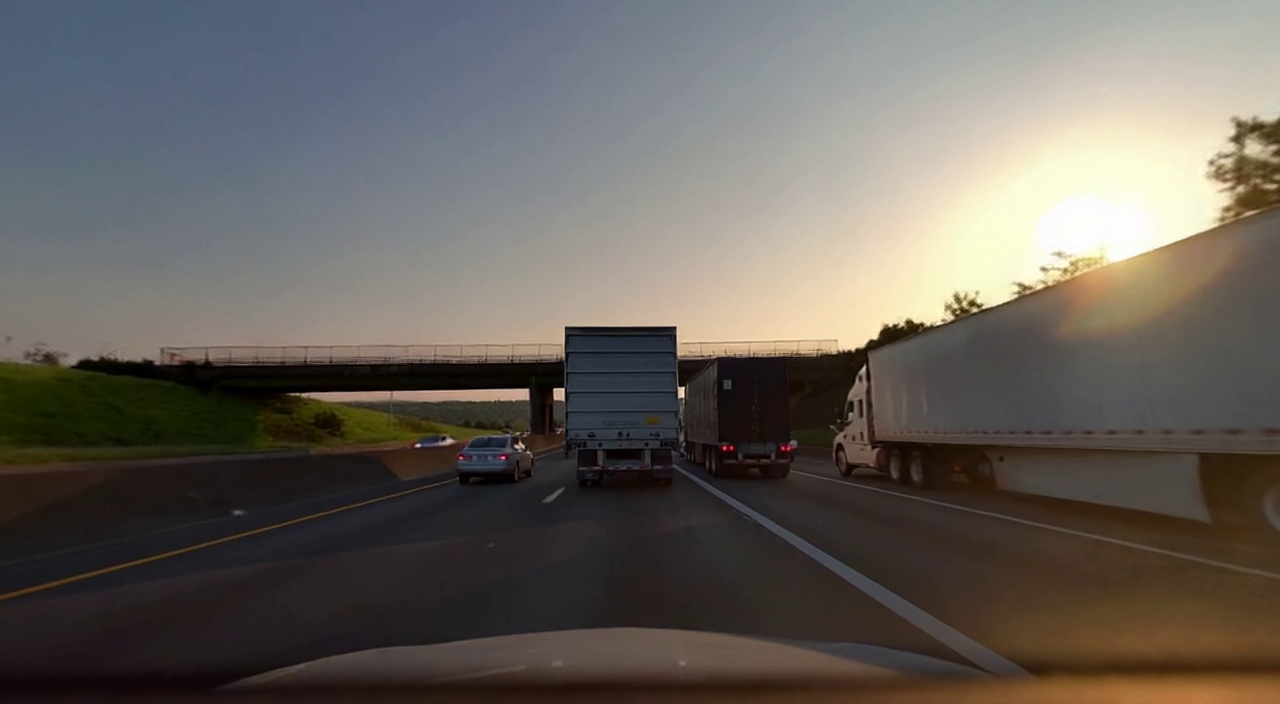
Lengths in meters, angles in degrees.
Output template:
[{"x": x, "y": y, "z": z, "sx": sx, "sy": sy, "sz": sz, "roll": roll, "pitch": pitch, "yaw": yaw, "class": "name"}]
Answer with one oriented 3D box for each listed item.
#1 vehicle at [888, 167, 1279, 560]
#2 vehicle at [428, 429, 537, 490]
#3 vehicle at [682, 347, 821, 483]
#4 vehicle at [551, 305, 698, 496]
[{"x": 8.209, "y": 0.576, "z": 10.027, "sx": 3.000, "sy": 4.114, "sz": 13.063, "roll": 0, "pitch": -8, "yaw": -1, "class": "vehicle"}, {"x": -4.163, "y": 2.884, "z": 17.332, "sx": 2.049, "sy": 1.483, "sz": 3.786, "roll": 0, "pitch": -8, "yaw": 0, "class": "vehicle"}, {"x": 3.550, "y": 2.543, "z": 23.701, "sx": 2.817, "sy": 3.886, "sz": 11.491, "roll": 0, "pitch": -8, "yaw": -2, "class": "vehicle"}, {"x": -0.536, "y": 1.724, "z": 18.759, "sx": 3.090, "sy": 4.065, "sz": 10.702, "roll": 0, "pitch": -8, "yaw": -2, "class": "vehicle"}]
